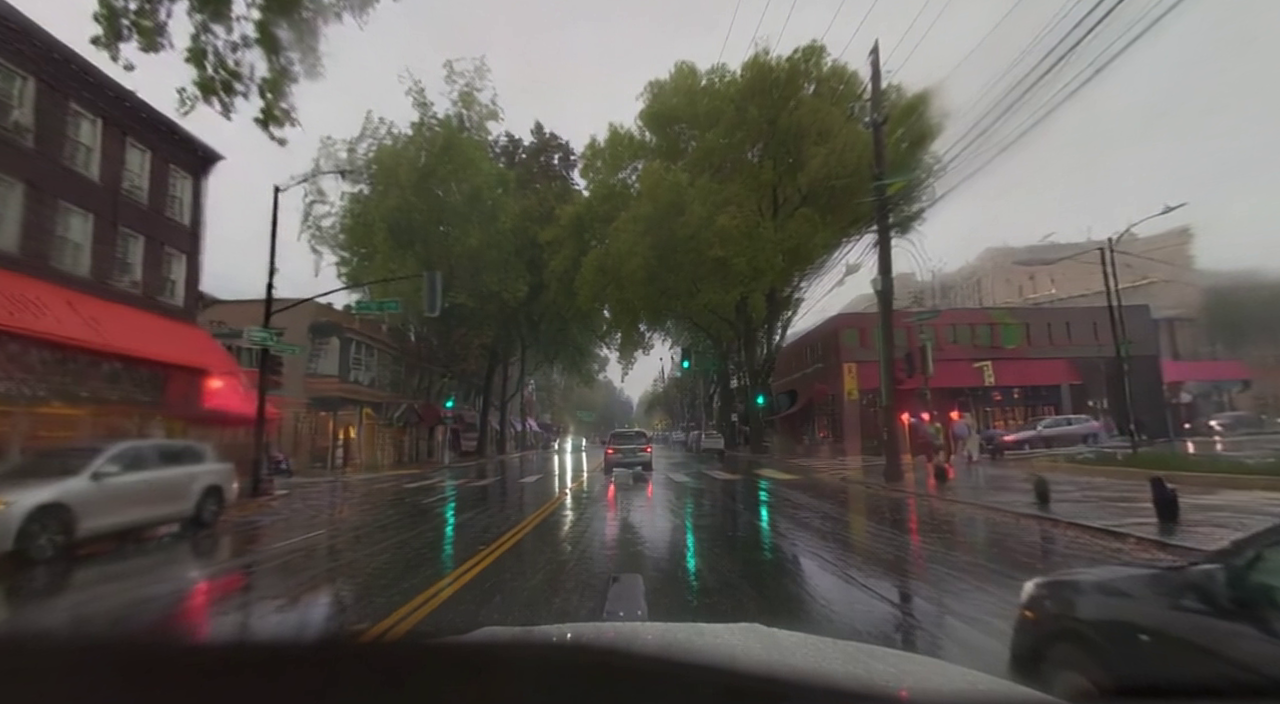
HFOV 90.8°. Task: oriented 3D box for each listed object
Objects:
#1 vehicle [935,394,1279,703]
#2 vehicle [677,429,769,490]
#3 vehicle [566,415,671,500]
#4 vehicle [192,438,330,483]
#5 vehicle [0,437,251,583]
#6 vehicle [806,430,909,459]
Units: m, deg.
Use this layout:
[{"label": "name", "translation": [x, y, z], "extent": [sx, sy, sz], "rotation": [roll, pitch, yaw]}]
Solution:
[{"label": "vehicle", "translation": [2.828, 0.808, 1.459], "extent": [2.146, 1.457, 4.439], "rotation": [0, -8, 0]}, {"label": "vehicle", "translation": [2.289, 3.114, 18.573], "extent": [1.998, 1.580, 4.015], "rotation": [0, -8, -2]}, {"label": "vehicle", "translation": [-0.525, 2.698, 16.461], "extent": [2.301, 1.854, 4.919], "rotation": [0, -8, -1]}, {"label": "vehicle", "translation": [-17.638, 5.052, 29.602], "extent": [5.037, 2.002, 2.173], "rotation": [0, -8, 0]}, {"label": "vehicle", "translation": [-9.775, 2.515, 11.053], "extent": [2.048, 1.985, 6.011], "rotation": [0, -8, 0]}, {"label": "vehicle", "translation": [11.365, 4.866, 33.272], "extent": [4.713, 1.493, 1.875], "rotation": [0, -8, -2]}]
